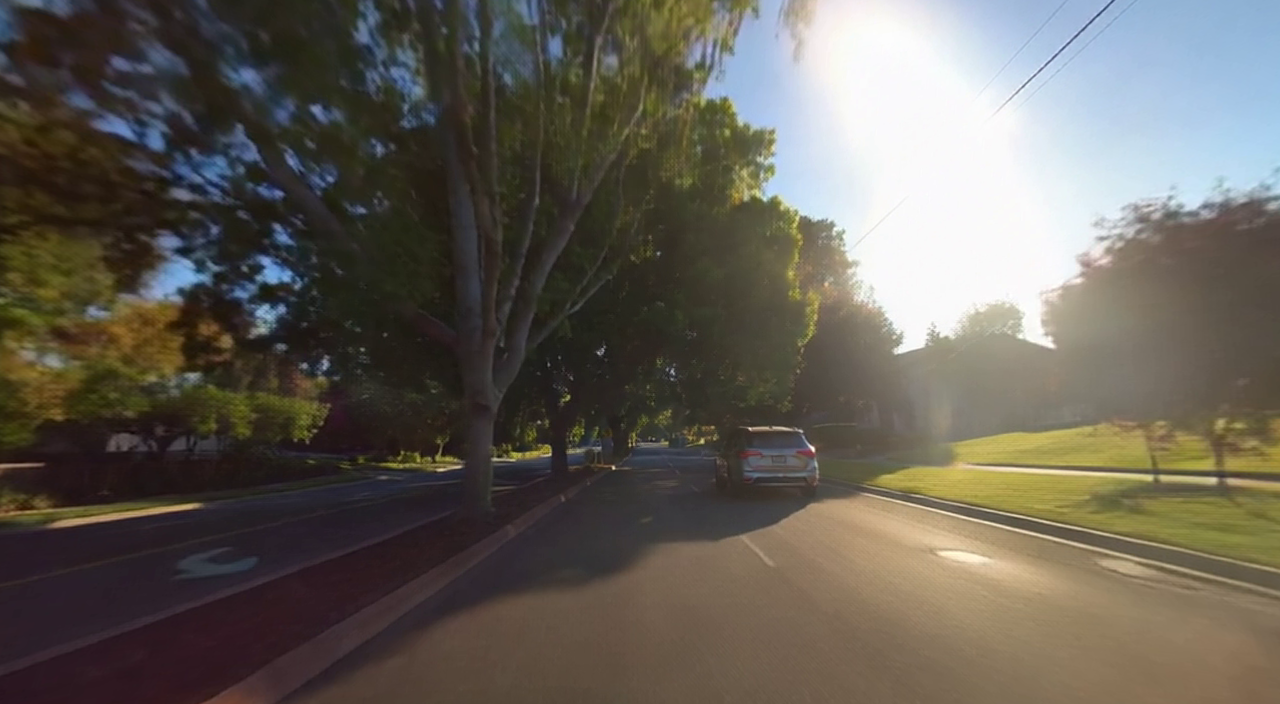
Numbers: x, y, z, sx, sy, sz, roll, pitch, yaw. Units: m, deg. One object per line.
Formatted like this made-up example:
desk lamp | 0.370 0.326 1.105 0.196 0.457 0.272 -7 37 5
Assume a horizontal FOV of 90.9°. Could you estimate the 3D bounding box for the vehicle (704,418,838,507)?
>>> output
vehicle | 2.871 2.562 15.056 2.180 1.773 4.639 0 -8 0
